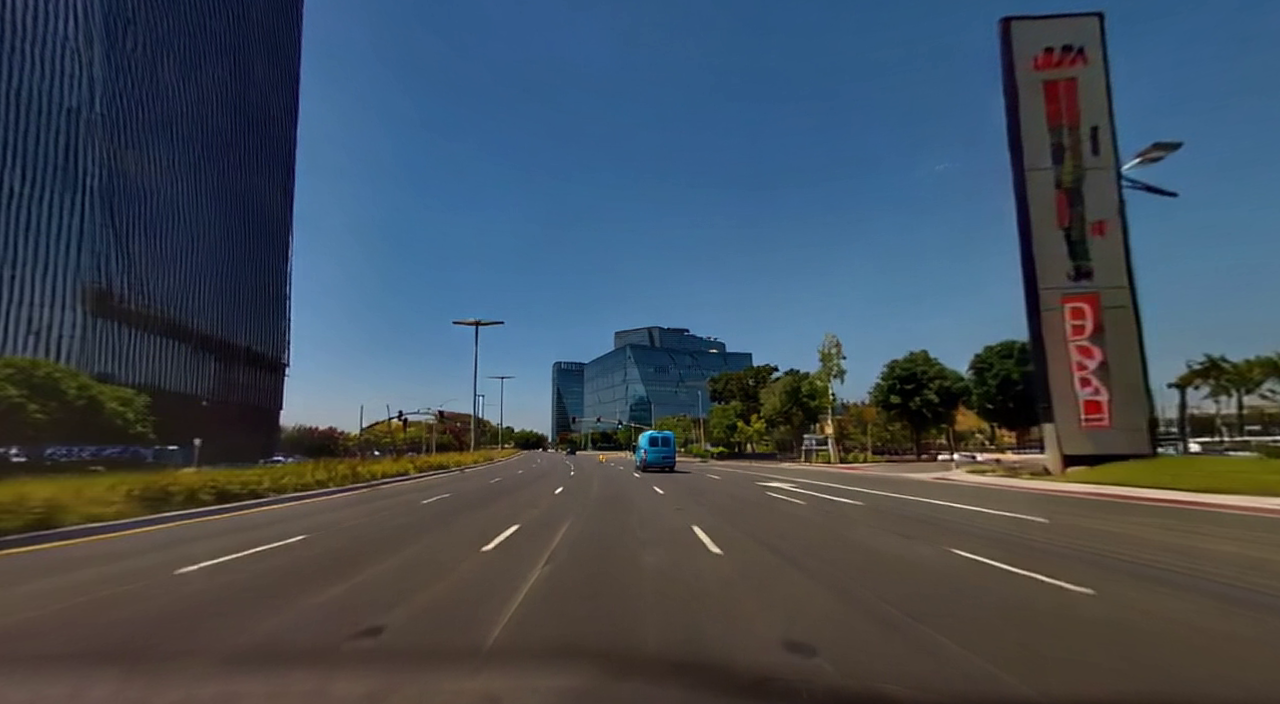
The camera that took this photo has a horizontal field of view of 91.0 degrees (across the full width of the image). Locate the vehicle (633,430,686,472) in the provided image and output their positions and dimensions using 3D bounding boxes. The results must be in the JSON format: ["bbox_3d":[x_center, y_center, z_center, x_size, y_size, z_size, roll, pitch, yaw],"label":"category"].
[{"bbox_3d":[1.012,5.723,36.526,2.339,2.244,4.817,1,-9,-7],"label":"vehicle"}]
